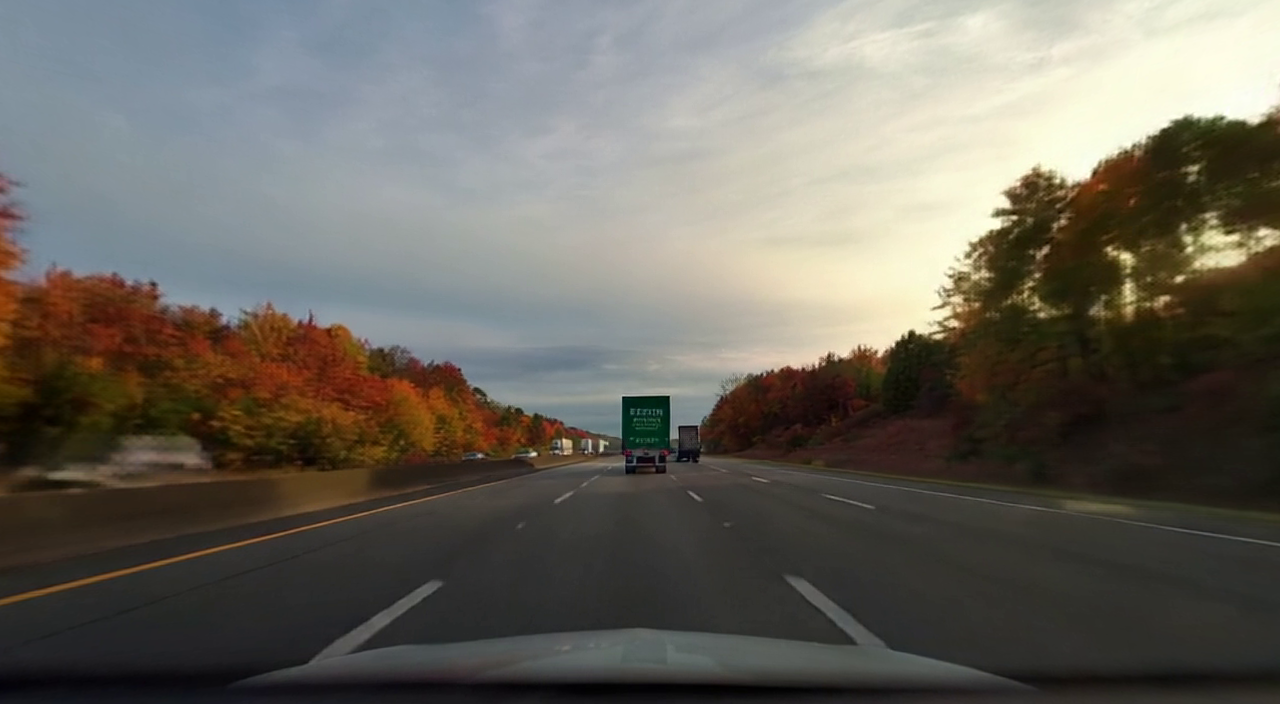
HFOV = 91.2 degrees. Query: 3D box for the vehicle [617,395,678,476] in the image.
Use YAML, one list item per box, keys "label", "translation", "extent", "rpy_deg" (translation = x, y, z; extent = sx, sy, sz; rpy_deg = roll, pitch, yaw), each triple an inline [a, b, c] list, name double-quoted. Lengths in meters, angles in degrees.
- label: "vehicle"
  translation: [0.342, 5.031, 37.174]
  extent: [3.057, 4.073, 10.792]
  rpy_deg: [0, -9, 0]
